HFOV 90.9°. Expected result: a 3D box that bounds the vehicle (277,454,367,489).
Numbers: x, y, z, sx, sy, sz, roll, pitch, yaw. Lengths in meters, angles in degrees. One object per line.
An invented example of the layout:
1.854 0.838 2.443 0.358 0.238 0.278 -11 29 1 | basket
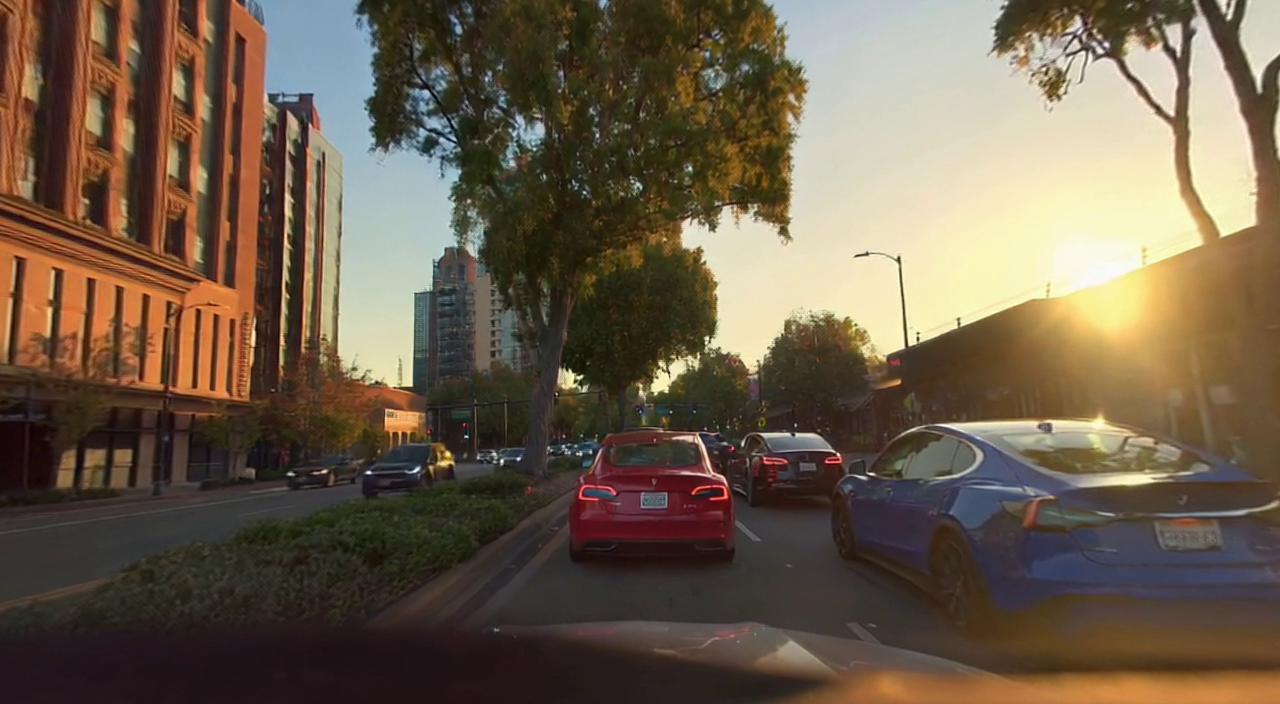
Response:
-14.837 5.566 29.709 1.999 1.462 4.200 0 -8 1 | vehicle

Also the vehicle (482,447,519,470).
-10.330 7.883 46.962 1.690 1.628 4.281 0 -8 1 | vehicle

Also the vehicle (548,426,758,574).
0.147 1.801 8.468 2.137 1.488 3.938 0 -8 0 | vehicle

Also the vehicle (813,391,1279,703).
3.219 1.361 5.661 2.038 1.651 4.455 0 -8 0 | vehicle

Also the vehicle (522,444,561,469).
-7.310 7.785 47.155 2.036 1.705 4.520 0 -8 2 | vehicle

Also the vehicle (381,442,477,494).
-7.511 4.142 22.924 1.968 1.682 4.213 0 -8 1 | vehicle
